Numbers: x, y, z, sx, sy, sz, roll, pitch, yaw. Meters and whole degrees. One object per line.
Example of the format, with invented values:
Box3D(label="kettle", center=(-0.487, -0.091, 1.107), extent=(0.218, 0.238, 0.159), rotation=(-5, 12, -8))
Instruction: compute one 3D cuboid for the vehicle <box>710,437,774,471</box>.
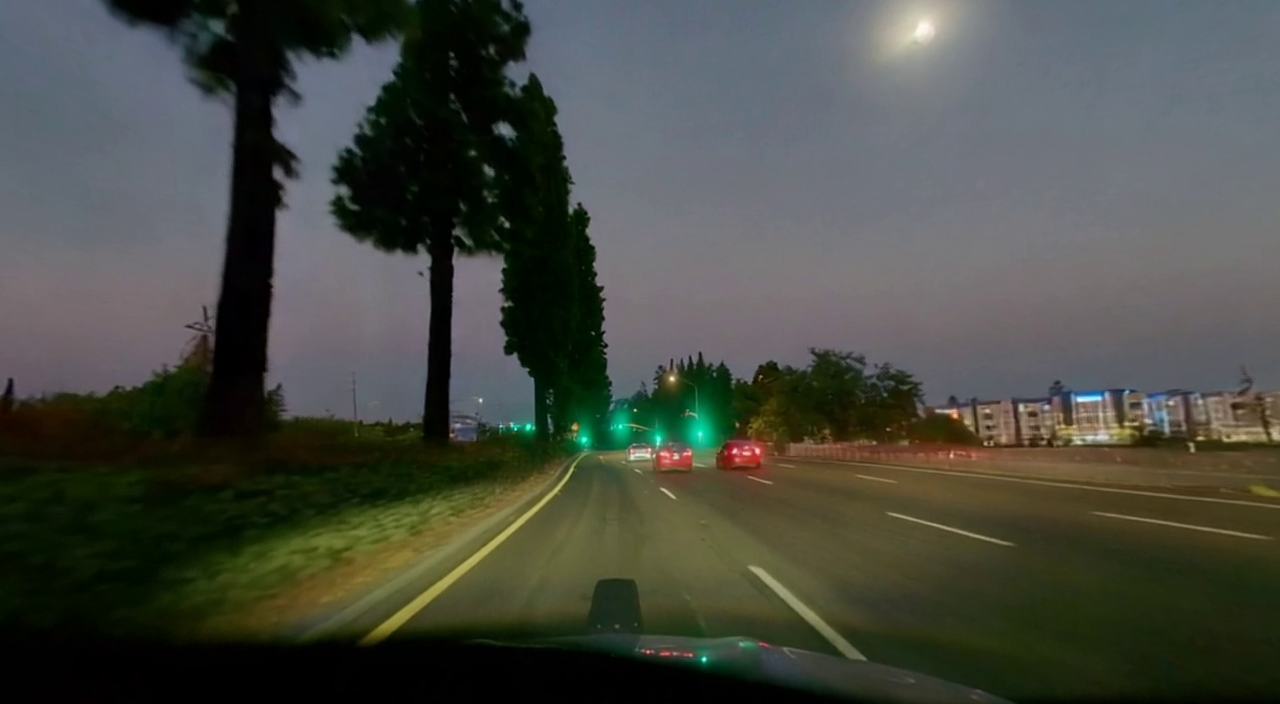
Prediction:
Box3D(label="vehicle", center=(4.729, 4.806, 29.954), extent=(1.901, 1.474, 4.363), rotation=(1, -8, -6))

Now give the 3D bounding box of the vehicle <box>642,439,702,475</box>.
Box3D(label="vehicle", center=(1.339, 4.661, 28.259), extent=(2.077, 1.464, 4.134), rotation=(1, -8, -6))
